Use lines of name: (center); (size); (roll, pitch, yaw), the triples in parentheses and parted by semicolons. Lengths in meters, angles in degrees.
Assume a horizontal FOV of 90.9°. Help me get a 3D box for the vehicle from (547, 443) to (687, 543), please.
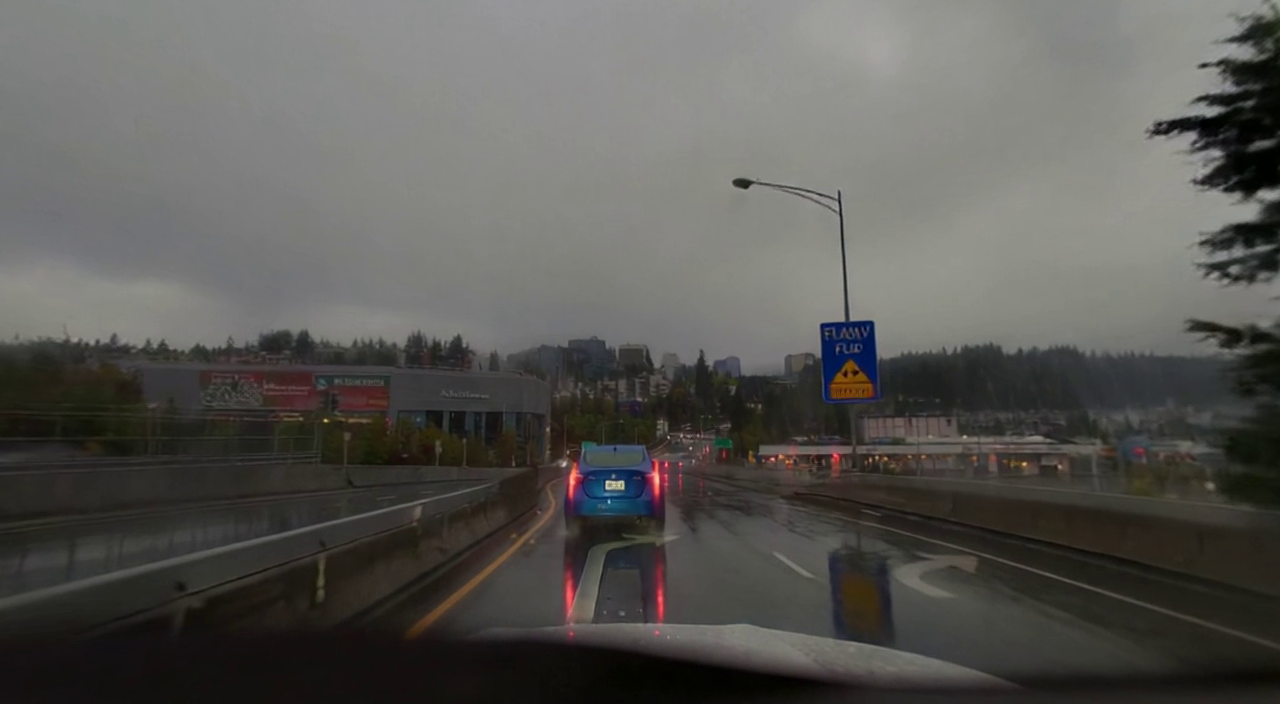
vehicle: (-0.415, 2.387, 11.306); (2.063, 1.442, 3.933); (0, -9, -2)
